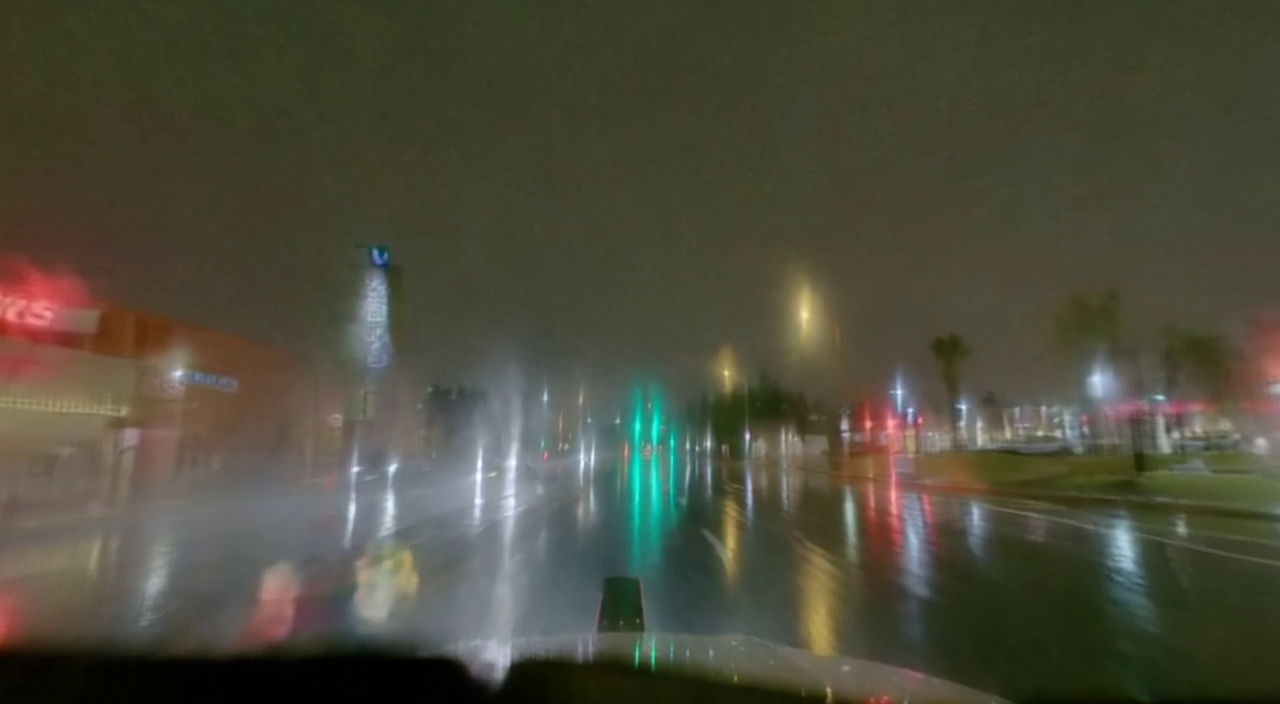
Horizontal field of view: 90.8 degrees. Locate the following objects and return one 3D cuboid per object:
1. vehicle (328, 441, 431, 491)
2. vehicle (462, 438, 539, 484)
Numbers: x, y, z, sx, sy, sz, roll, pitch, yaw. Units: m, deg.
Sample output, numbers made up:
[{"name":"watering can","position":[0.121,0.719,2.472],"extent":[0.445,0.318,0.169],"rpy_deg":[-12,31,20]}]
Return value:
[{"name":"vehicle","position":[-9.711,4.273,23.959],"extent":[1.954,1.694,4.310],"rpy_deg":[0,-9,1]},{"name":"vehicle","position":[-5.715,4.533,26.460],"extent":[2.129,1.748,4.555],"rpy_deg":[0,-9,1]}]
